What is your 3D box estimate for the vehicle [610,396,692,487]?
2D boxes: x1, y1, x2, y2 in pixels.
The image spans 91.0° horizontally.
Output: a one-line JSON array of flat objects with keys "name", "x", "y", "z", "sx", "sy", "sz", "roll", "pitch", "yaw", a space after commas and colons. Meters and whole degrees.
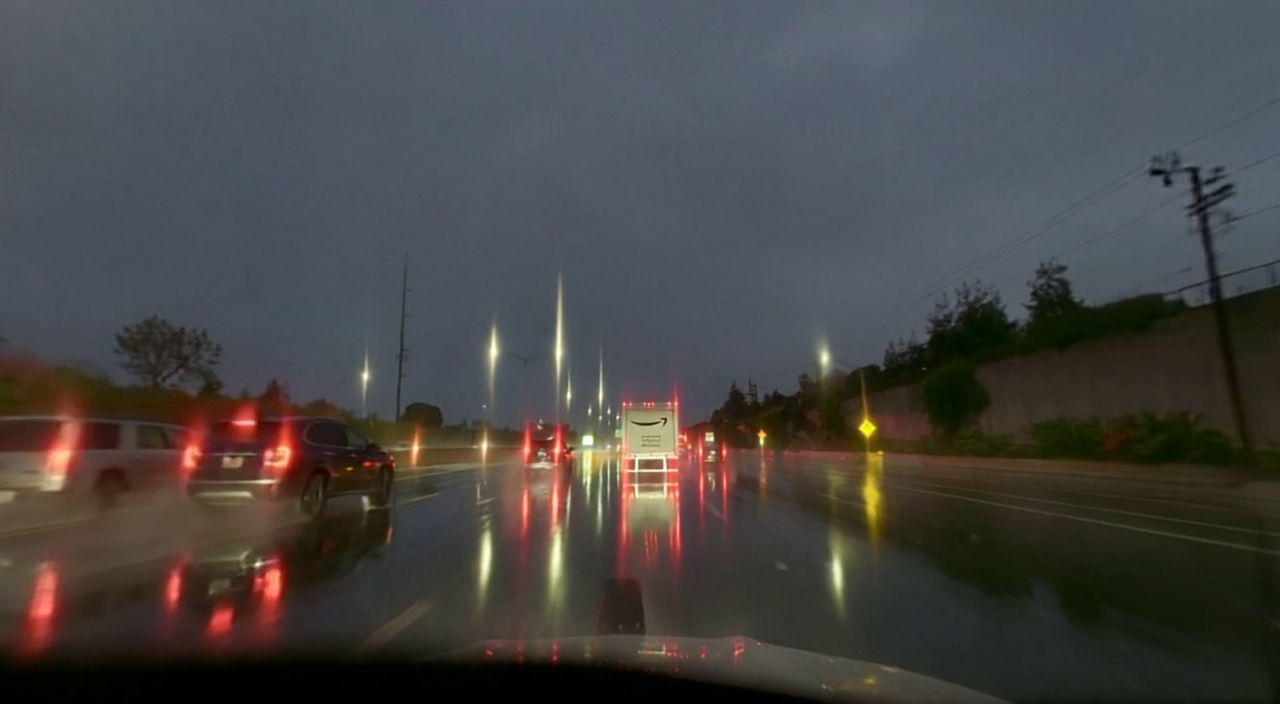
[{"name": "vehicle", "x": 0.314, "y": 3.156, "z": 22.095, "sx": 2.456, "sy": 2.705, "sz": 6.251, "roll": 0, "pitch": -9, "yaw": 0}]

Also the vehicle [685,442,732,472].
[{"name": "vehicle", "x": 3.628, "y": 5.664, "z": 34.185, "sx": 1.970, "sy": 1.499, "sz": 4.491, "roll": 1, "pitch": -9, "yaw": -1}]

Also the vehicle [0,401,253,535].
[{"name": "vehicle", "x": -10.217, "y": 2.012, "z": 11.430, "sx": 2.454, "sy": 1.857, "sz": 6.221, "roll": 0, "pitch": -9, "yaw": 0}]

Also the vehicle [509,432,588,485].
[{"name": "vehicle", "x": -3.104, "y": 3.717, "z": 22.240, "sx": 2.095, "sy": 1.688, "sz": 4.188, "roll": 0, "pitch": -9, "yaw": 1}]

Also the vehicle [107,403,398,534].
[{"name": "vehicle", "x": -6.577, "y": 2.054, "z": 11.672, "sx": 2.101, "sy": 1.858, "sz": 5.071, "roll": 0, "pitch": -9, "yaw": 1}]
